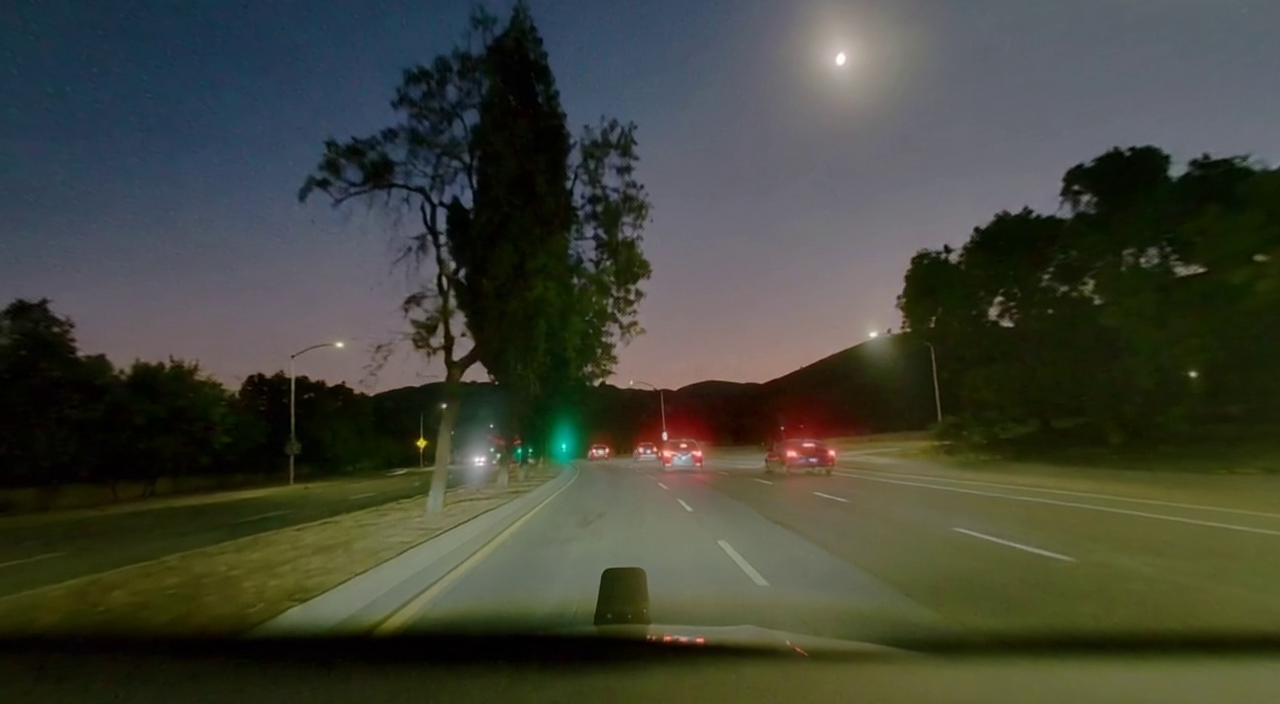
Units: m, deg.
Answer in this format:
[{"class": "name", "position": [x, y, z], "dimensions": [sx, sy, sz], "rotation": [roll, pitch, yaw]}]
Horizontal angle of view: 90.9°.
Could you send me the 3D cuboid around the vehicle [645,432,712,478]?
[{"class": "vehicle", "position": [1.512, 4.362, 26.815], "dimensions": [2.253, 1.756, 4.313], "rotation": [0, -8, -5]}]
